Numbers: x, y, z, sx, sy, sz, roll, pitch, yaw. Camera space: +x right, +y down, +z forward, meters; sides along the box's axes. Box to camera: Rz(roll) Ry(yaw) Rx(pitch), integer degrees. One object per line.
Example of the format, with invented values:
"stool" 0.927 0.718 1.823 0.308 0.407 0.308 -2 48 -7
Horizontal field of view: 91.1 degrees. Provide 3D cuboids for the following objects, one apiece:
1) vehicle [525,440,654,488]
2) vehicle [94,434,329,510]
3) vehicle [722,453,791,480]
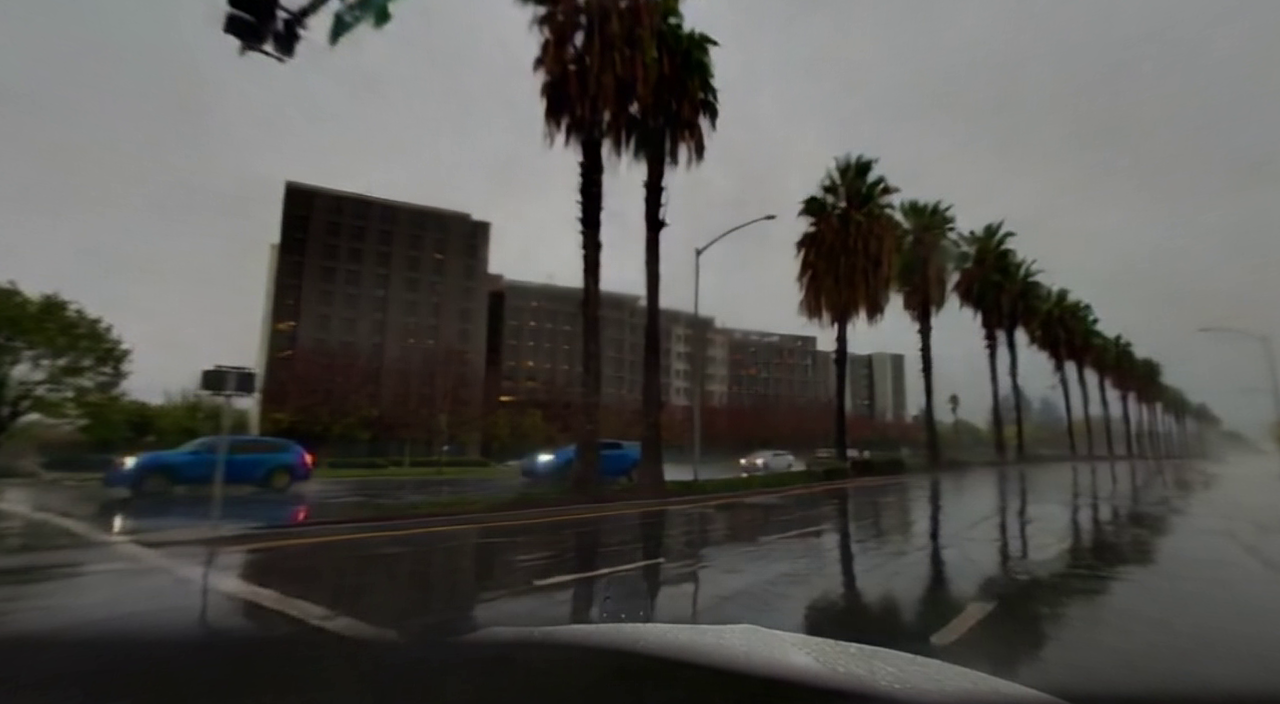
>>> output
"vehicle" -2.112 4.960 28.190 2.273 1.890 5.841 -8 -11 41
"vehicle" -11.527 3.185 17.229 2.050 1.751 4.820 -7 -11 39
"vehicle" 7.268 7.002 38.726 1.915 1.490 4.763 -8 -12 42
